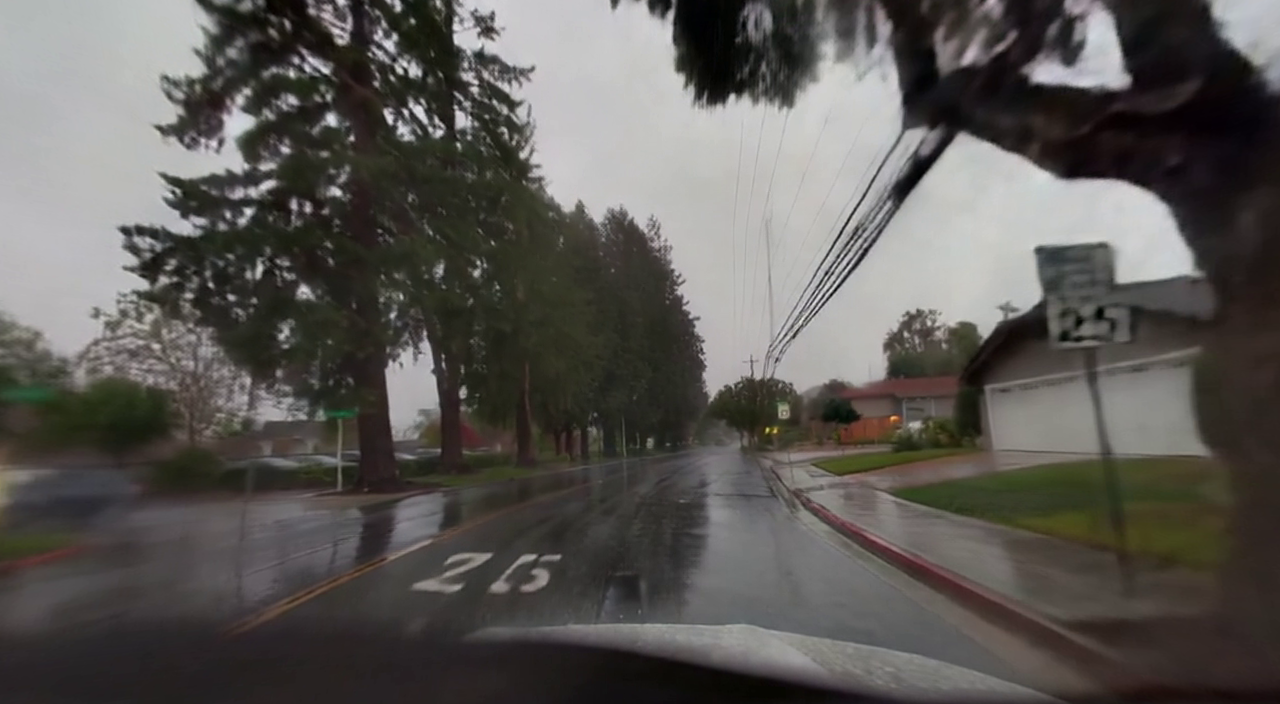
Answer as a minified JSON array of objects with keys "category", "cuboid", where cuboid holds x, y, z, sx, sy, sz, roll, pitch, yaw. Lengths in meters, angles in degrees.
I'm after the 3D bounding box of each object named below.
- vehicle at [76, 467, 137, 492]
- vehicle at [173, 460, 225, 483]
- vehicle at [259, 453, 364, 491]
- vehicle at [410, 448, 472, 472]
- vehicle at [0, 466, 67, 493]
[{"category":"vehicle","cuboid":[-36.906,8.793,43.697,4.305,1.465,1.903,-5,-10,32]},{"category":"vehicle","cuboid":[-34.265,9.243,49.024,4.478,1.533,2.018,-7,-11,38]},{"category":"vehicle","cuboid":[-16.786,6.117,32.576,4.675,1.442,1.906,-1,-8,-24]},{"category":"vehicle","cuboid":[-14.358,7.791,45.693,4.123,1.603,1.906,2,-9,-16]},{"category":"vehicle","cuboid":[-46.912,9.630,47.759,4.659,1.815,2.069,3,-9,-18]}]
